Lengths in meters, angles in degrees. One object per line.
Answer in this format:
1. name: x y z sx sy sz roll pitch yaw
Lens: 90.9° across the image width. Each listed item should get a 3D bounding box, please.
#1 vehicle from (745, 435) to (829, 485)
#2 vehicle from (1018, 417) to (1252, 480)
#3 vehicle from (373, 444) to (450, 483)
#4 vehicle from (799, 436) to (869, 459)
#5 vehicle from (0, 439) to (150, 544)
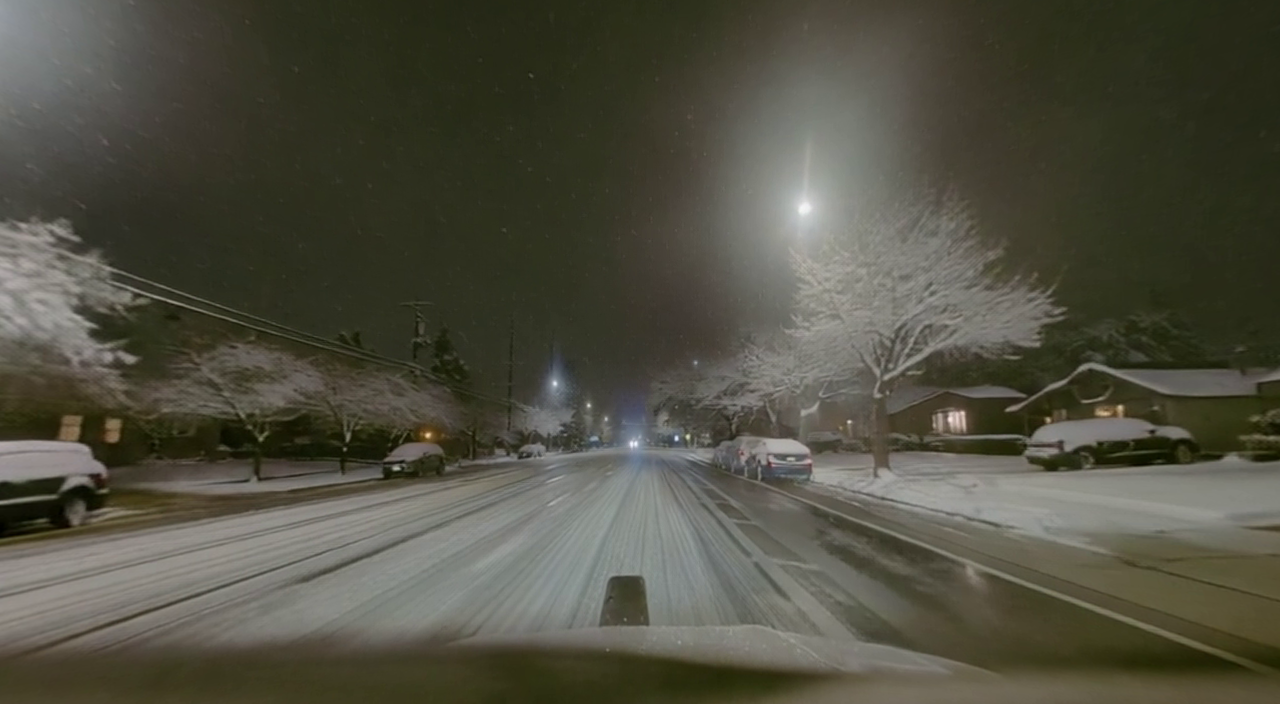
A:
1. vehicle: 5.205 3.914 23.085 1.885 1.603 5.235 0 -9 1
2. vehicle: 14.157 2.784 18.289 4.902 1.667 2.162 0 -8 0
3. vehicle: -11.503 5.598 32.107 2.054 1.704 4.710 -3 -8 3
4. vehicle: 13.851 6.846 45.244 4.317 1.595 2.095 0 -9 0
5. vehicle: -12.036 2.491 11.514 2.228 1.766 4.770 0 -8 1
